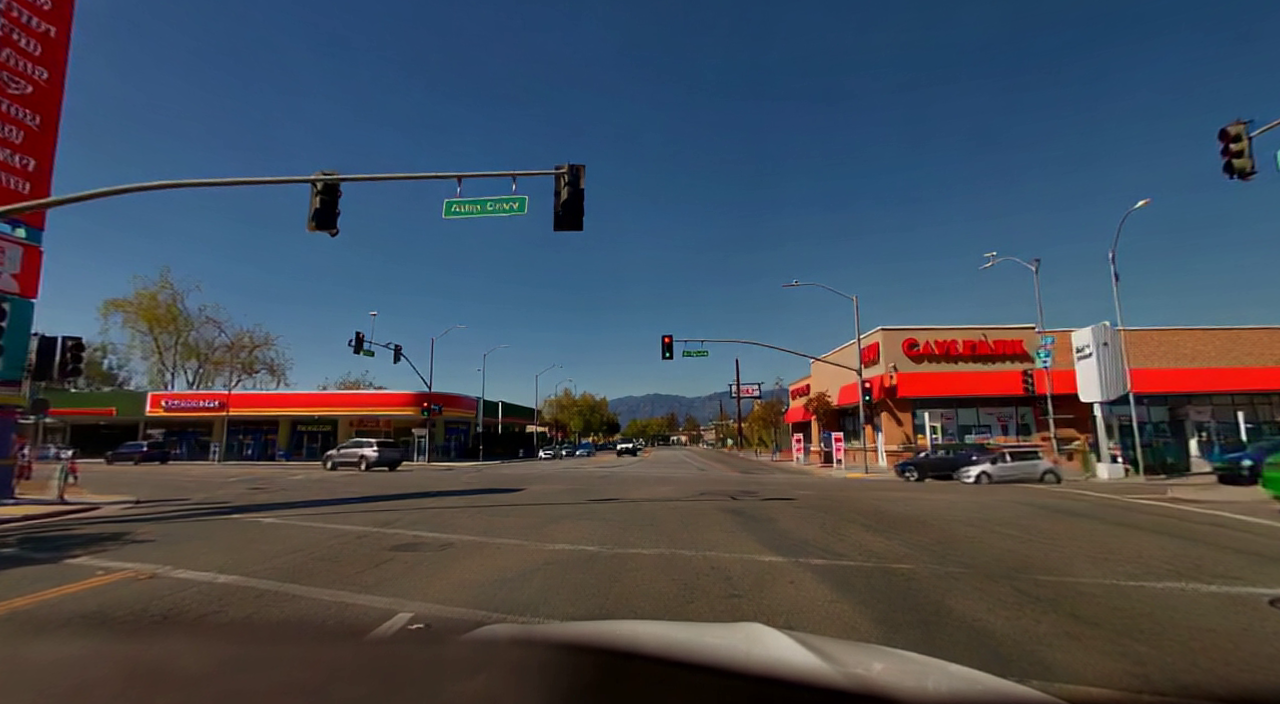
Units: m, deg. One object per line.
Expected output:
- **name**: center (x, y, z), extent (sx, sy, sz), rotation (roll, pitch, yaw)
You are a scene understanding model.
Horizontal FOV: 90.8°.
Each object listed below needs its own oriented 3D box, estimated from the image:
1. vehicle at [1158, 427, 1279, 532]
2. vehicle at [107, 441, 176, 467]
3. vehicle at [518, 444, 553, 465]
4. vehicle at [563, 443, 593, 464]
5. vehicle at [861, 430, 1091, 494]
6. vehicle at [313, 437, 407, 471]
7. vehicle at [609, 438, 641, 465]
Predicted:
- **vehicle**: center (10.775, 1.814, 9.116), extent (4.670, 1.458, 1.959), rotation (-5, -9, 27)
- **vehicle**: center (-34.203, 6.986, 43.346), extent (4.562, 1.676, 1.819), rotation (-5, -9, 27)
- **vehicle**: center (-7.923, 7.805, 48.112), extent (2.079, 1.491, 4.045), rotation (0, -8, -1)
- **vehicle**: center (-4.596, 7.586, 47.334), extent (2.003, 1.481, 4.091), rotation (0, -8, -3)
- **vehicle**: center (8.391, 2.792, 16.165), extent (4.681, 1.495, 2.096), rotation (0, -8, 0)
- **vehicle**: center (-14.587, 5.306, 32.884), extent (4.568, 1.643, 1.911), rotation (-5, -9, 27)
- **vehicle**: center (-1.127, 7.076, 45.143), extent (2.083, 1.764, 5.011), rotation (0, -8, -3)
